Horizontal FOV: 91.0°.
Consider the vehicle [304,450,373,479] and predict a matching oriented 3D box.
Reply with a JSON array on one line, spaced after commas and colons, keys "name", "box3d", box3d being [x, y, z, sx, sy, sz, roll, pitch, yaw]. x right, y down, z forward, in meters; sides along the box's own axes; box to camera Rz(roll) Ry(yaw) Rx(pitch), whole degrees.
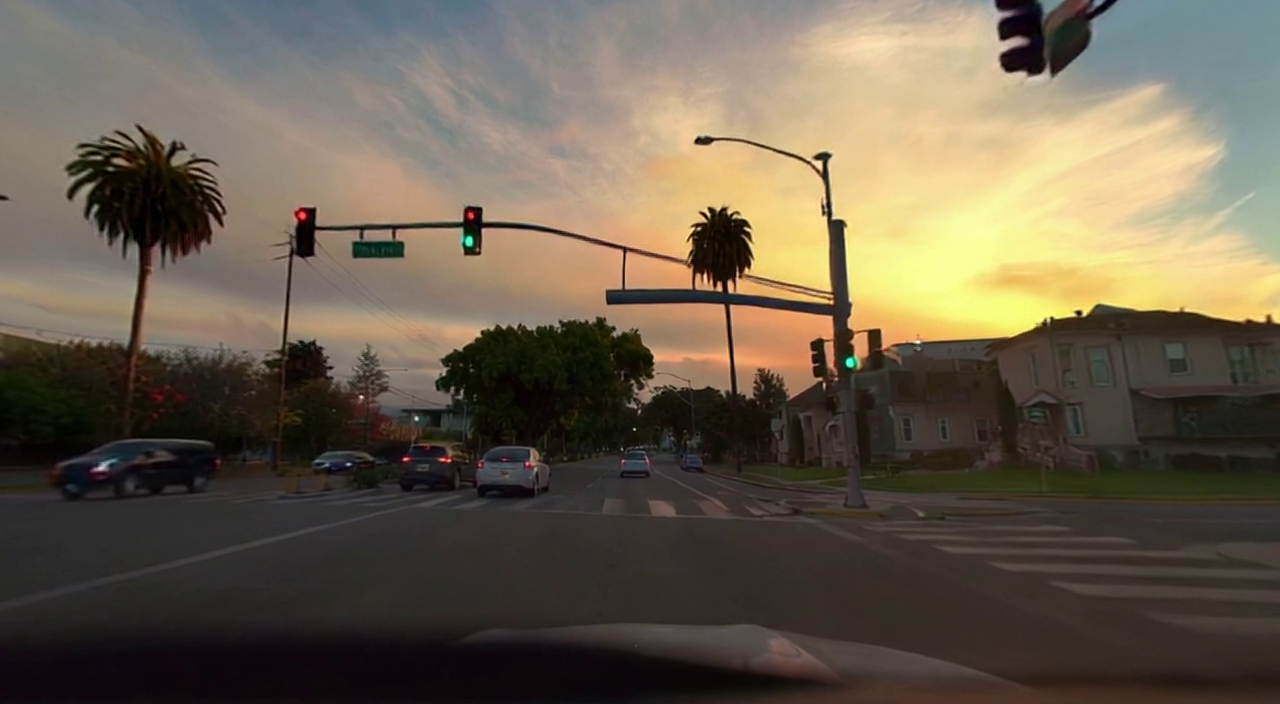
[{"name": "vehicle", "box3d": [-18.449, 6.882, 38.774, 2.064, 1.670, 4.242, 0, -9, 0]}]

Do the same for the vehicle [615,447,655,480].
[{"name": "vehicle", "box3d": [-0.324, 6.690, 38.007, 2.280, 1.803, 4.240, 0, -9, -1]}]

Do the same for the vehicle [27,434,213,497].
[{"name": "vehicle", "box3d": [-17.779, 3.906, 22.007, 2.021, 1.917, 5.144, 0, -9, 0]}]

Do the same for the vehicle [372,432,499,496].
[{"name": "vehicle", "box3d": [-7.249, 4.106, 23.353, 2.457, 2.010, 6.330, 0, -9, 1]}]

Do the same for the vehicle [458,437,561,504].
[{"name": "vehicle", "box3d": [-3.856, 3.626, 19.571, 2.116, 1.806, 4.516, 0, -9, 1]}]

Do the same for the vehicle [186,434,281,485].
[{"name": "vehicle", "box3d": [-26.109, 6.930, 40.752, 2.512, 2.978, 5.172, 1, -9, 0]}]
